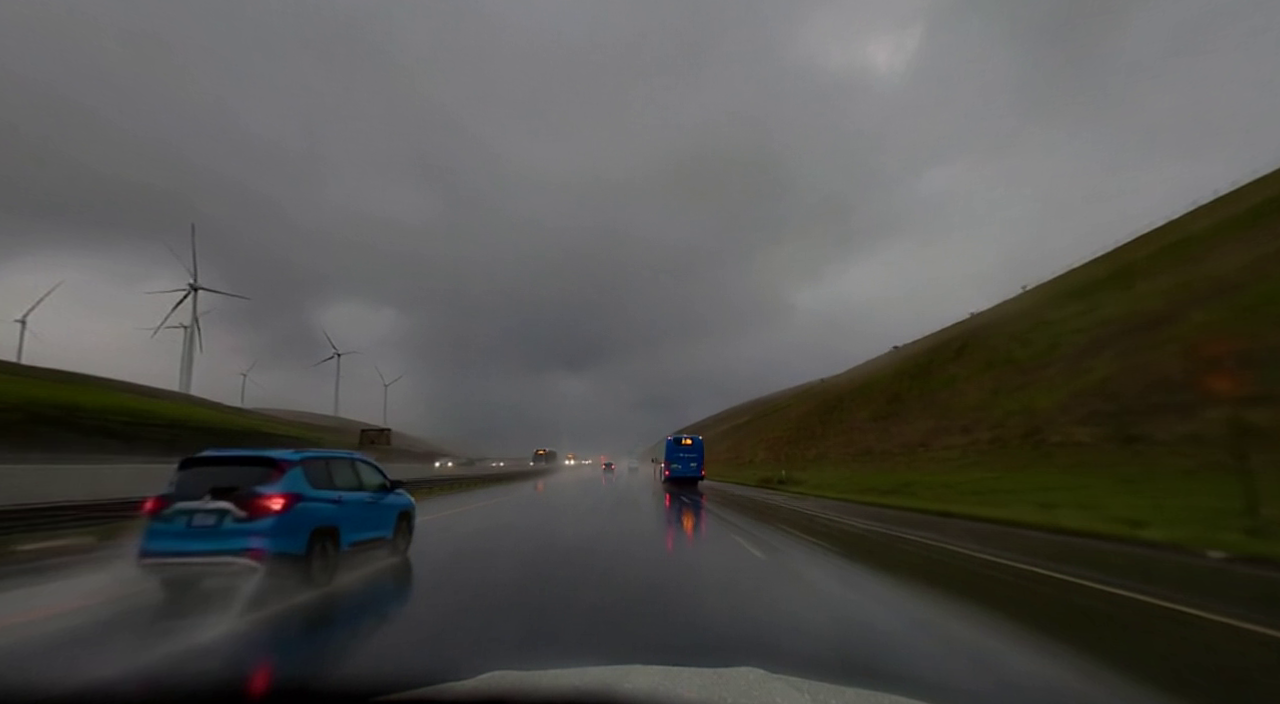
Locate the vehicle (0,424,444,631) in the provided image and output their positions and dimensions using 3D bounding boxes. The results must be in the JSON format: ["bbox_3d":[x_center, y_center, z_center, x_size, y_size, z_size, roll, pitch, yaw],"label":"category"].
[{"bbox_3d":[-4.017,1.768,7.123,2.213,1.568,4.274,1,-10,0],"label":"vehicle"}]
